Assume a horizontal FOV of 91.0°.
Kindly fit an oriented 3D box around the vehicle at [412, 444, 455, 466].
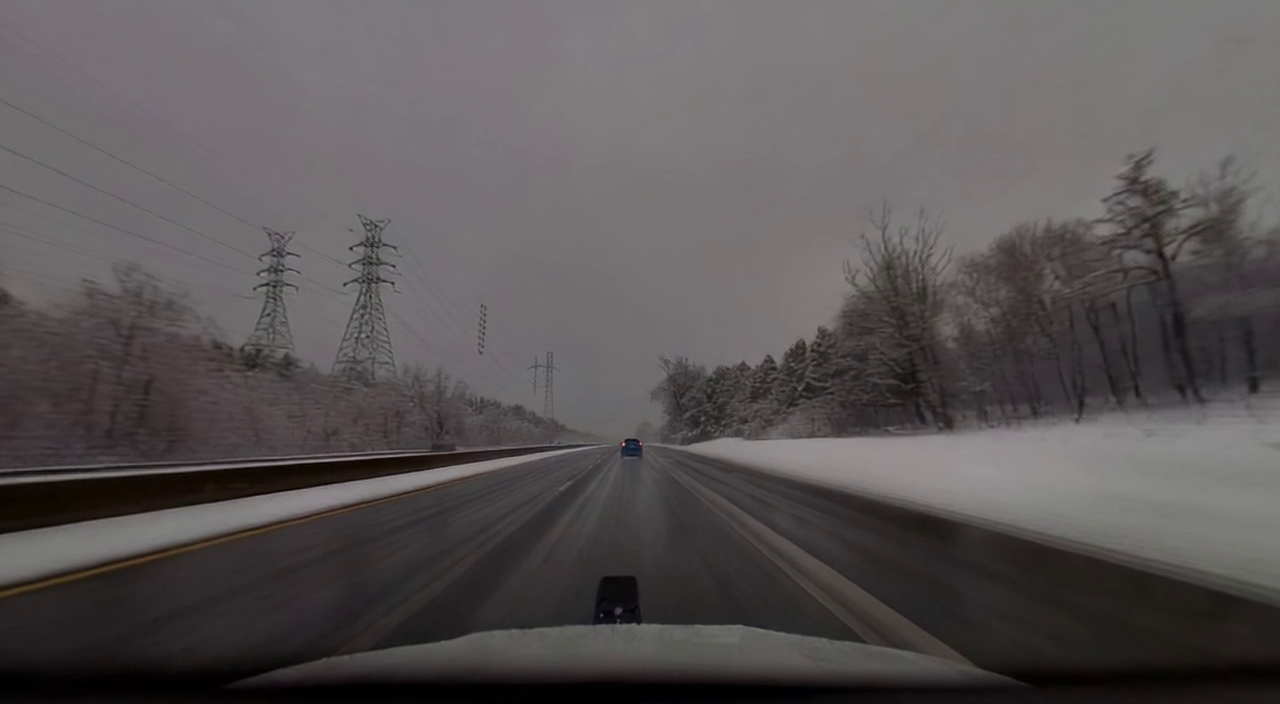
[{"bbox_3d":[-15.556,7.765,47.657,1.840,1.553,4.155,0,-8,-1],"label":"vehicle"}]
